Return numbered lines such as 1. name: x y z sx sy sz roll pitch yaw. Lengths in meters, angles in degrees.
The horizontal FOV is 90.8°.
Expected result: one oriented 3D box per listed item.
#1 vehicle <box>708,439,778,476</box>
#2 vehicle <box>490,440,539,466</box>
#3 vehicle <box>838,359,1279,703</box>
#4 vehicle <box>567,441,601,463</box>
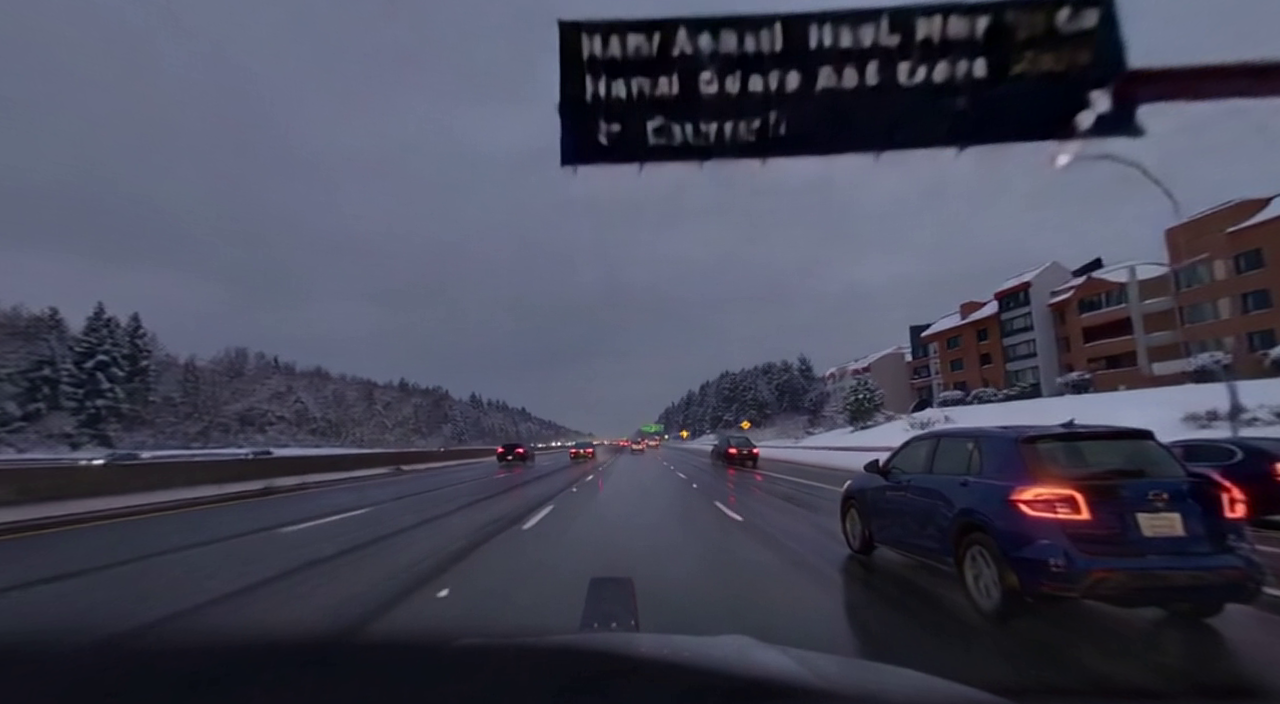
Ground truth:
1. vehicle: 4.338 4.520 27.252 2.061 1.459 4.273 0 -8 -3
2. vehicle: -7.572 6.144 38.569 2.021 1.496 4.495 0 -8 1
3. vehicle: 3.427 1.188 5.251 2.080 1.694 4.286 0 -8 -1
4. vehicle: -3.773 6.824 43.228 2.002 1.466 4.378 0 -8 0
